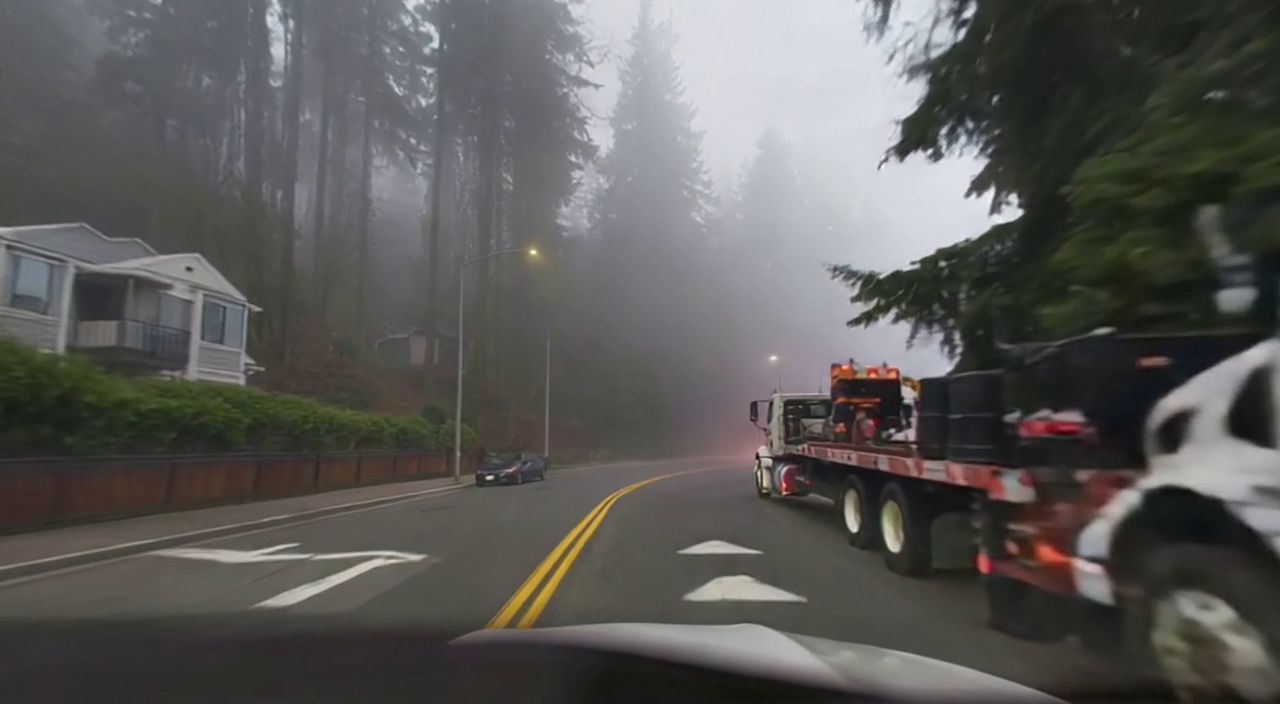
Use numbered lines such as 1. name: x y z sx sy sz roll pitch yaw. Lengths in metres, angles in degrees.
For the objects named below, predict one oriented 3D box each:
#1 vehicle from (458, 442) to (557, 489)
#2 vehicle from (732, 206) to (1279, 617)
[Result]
1. vehicle: -4.539 3.938 22.382 1.930 1.487 4.213 -1 -8 10
2. vehicle: 3.915 1.436 11.001 2.834 3.143 12.517 0 -10 0
